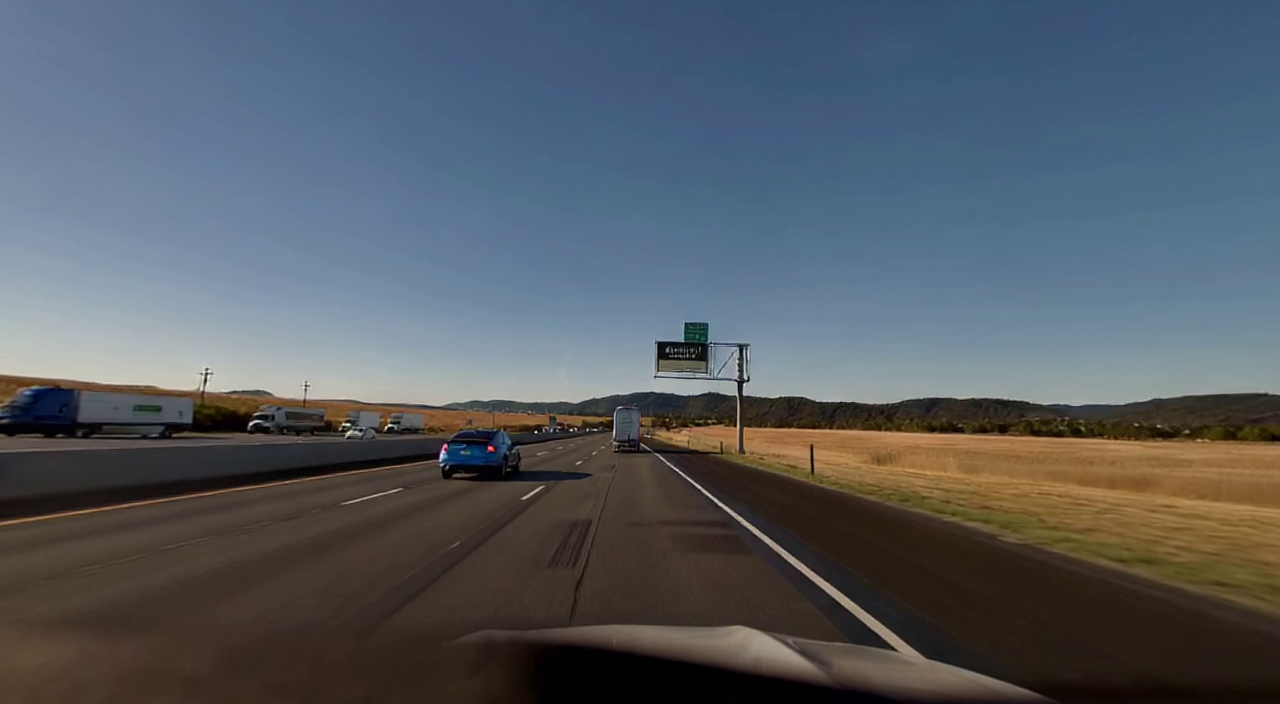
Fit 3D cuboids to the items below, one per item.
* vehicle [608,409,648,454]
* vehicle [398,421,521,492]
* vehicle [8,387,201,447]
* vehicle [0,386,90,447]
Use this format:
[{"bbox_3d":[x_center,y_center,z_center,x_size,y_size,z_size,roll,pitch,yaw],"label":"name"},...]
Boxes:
[{"bbox_3d":[-0.843,5.229,41.163,2.418,2.704,6.445,0,-8,-2],"label":"vehicle"},{"bbox_3d":[-4.349,2.568,15.808,1.932,1.544,3.864,0,-8,0],"label":"vehicle"},{"bbox_3d":[-41.226,5.381,49.683,2.897,4.069,14.415,0,-8,-1],"label":"vehicle"},{"bbox_3d":[-40.959,4.386,42.290,2.965,3.844,5.242,1,-7,-1],"label":"vehicle"}]
